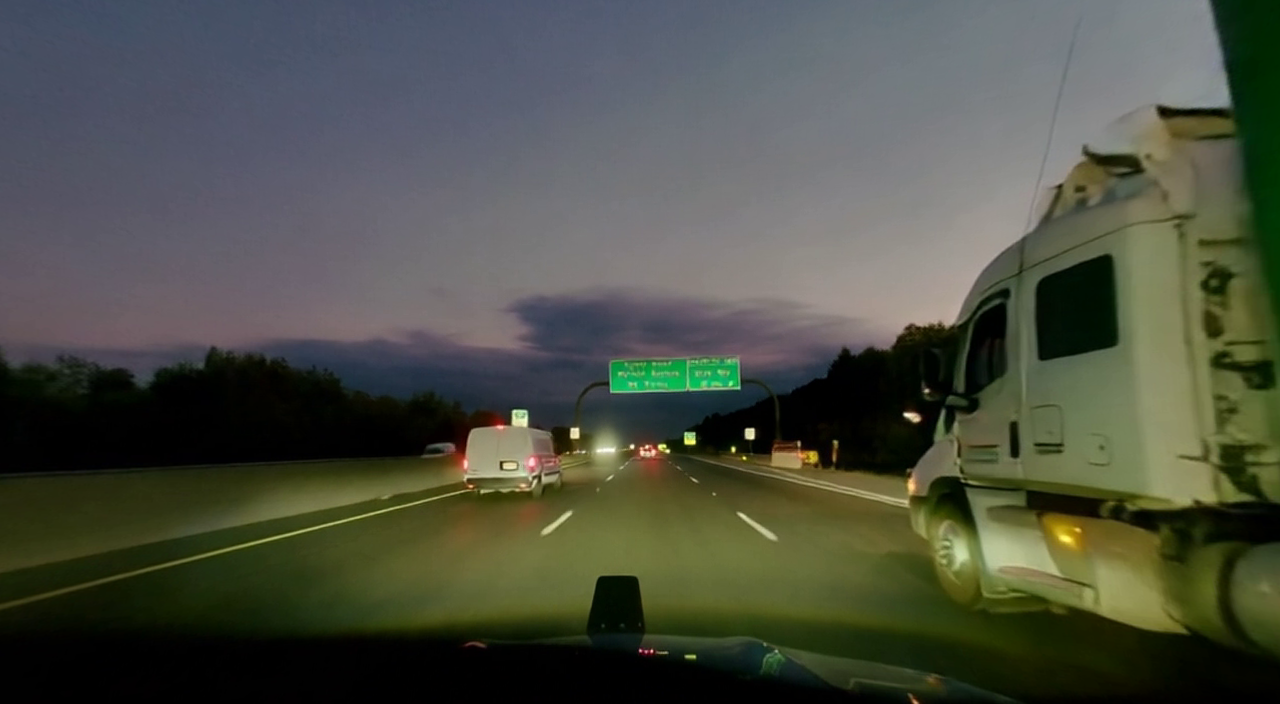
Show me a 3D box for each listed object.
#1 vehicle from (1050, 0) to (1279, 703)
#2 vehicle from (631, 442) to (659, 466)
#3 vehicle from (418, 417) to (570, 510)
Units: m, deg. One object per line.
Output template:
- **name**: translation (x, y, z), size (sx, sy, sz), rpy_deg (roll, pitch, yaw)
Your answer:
- **vehicle**: translation (4.150, -0.448, 0.321), size (3.007, 3.949, 7.005), rpy_deg (0, -9, 0)
- **vehicle**: translation (0.346, 7.658, 47.308), size (2.067, 1.690, 3.901), rpy_deg (0, -9, 0)
- **vehicle**: translation (-3.403, 2.803, 16.251), size (2.572, 1.927, 5.803), rpy_deg (0, -9, -1)
